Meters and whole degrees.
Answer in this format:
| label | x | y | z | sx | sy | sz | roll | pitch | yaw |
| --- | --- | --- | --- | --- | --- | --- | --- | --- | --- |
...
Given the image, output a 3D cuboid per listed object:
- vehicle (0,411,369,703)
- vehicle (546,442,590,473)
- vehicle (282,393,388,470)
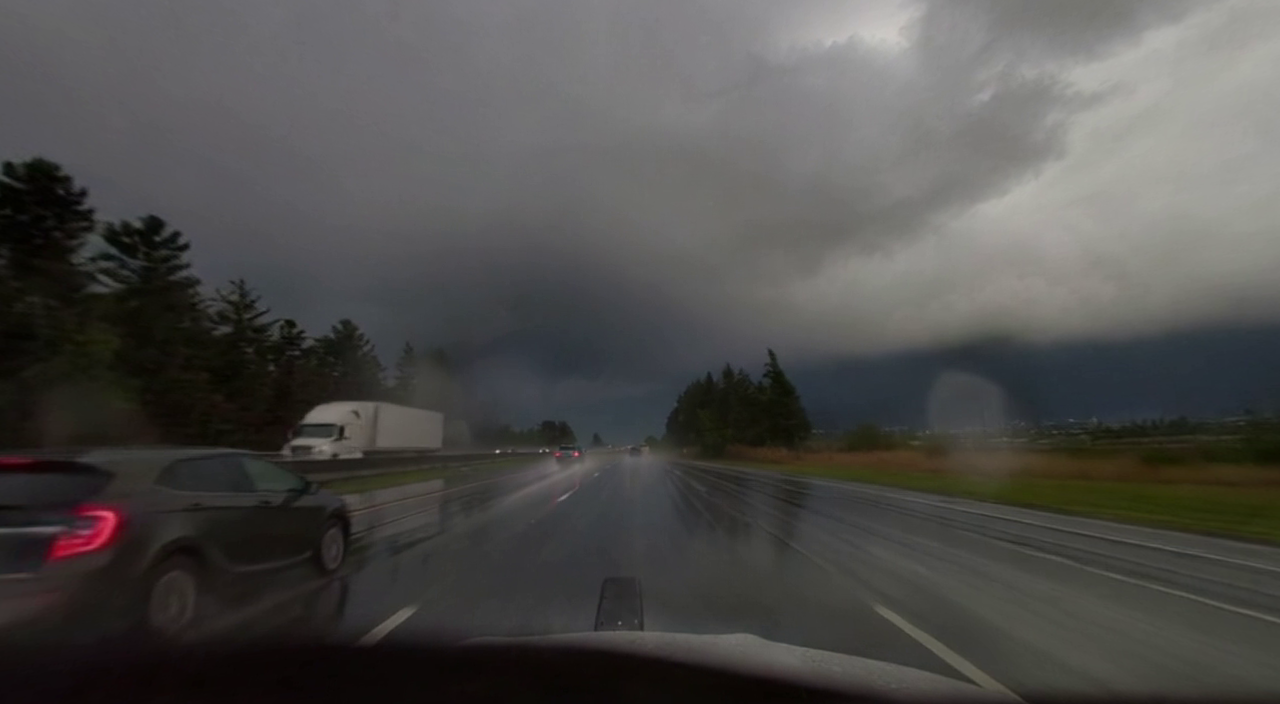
| label | x | y | z | sx | sy | sz | roll | pitch | yaw |
| --- | --- | --- | --- | --- | --- | --- | --- | --- | --- |
| vehicle | -4.150 | 1.353 | 5.008 | 2.018 | 1.497 | 4.399 | -1 | -9 | 0 |
| vehicle | -4.240 | 6.329 | 37.797 | 2.111 | 1.717 | 4.426 | -1 | -9 | 0 |
| vehicle | -17.299 | 4.650 | 36.224 | 3.124 | 4.000 | 5.845 | 0 | -9 | -1 |
